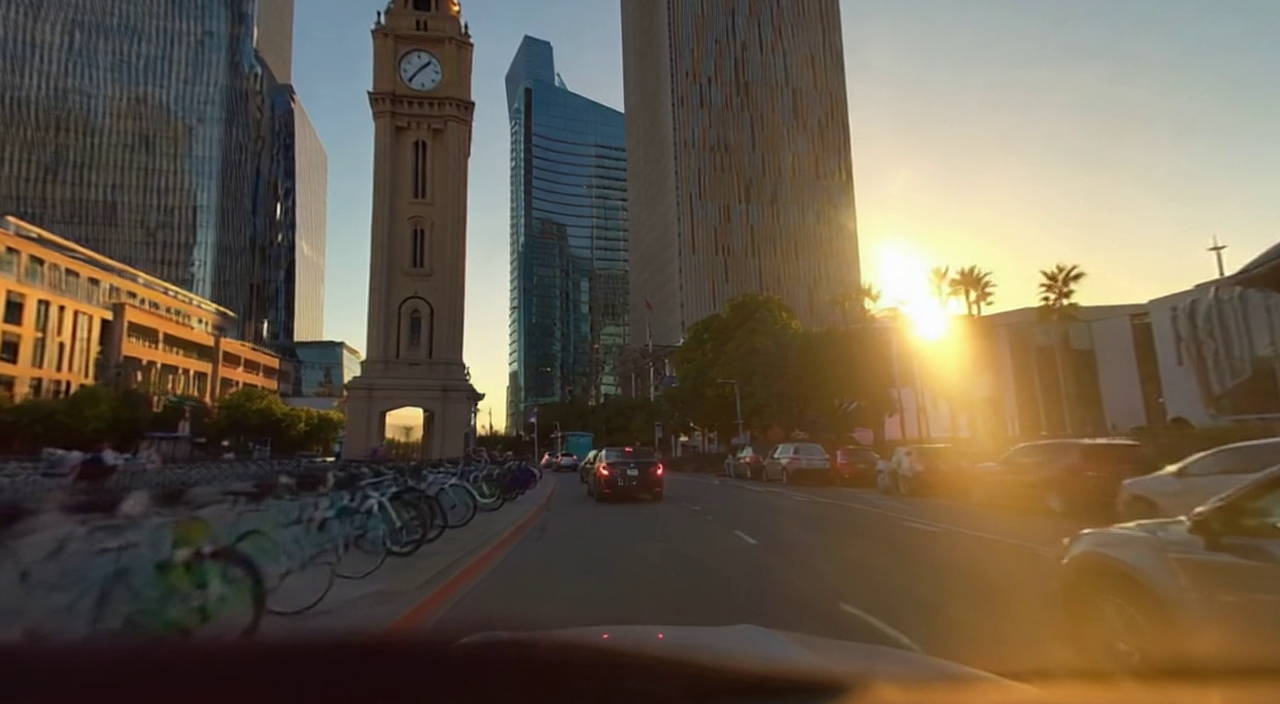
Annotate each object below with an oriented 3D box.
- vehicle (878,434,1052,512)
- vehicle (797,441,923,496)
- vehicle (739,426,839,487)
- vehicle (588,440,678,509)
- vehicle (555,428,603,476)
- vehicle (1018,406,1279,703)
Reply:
[{"bbox_3d":[7.976,2.985,16.059,1.860,1.684,4.211,1,-9,-5],"label":"vehicle"},{"bbox_3d":[7.319,3.911,21.694,1.945,1.623,5.013,1,-9,-8],"label":"vehicle"},{"bbox_3d":[6.475,4.621,28.296,2.377,2.429,5.532,1,-9,-9],"label":"vehicle"},{"bbox_3d":[-0.317,3.189,16.959,2.111,1.605,3.832,1,-9,-5],"label":"vehicle"},{"bbox_3d":[-4.055,6.426,40.757,2.400,2.872,6.053,2,-9,-12],"label":"vehicle"},{"bbox_3d":[3.560,0.843,1.639,2.116,1.500,4.702,0,-9,-2],"label":"vehicle"}]
